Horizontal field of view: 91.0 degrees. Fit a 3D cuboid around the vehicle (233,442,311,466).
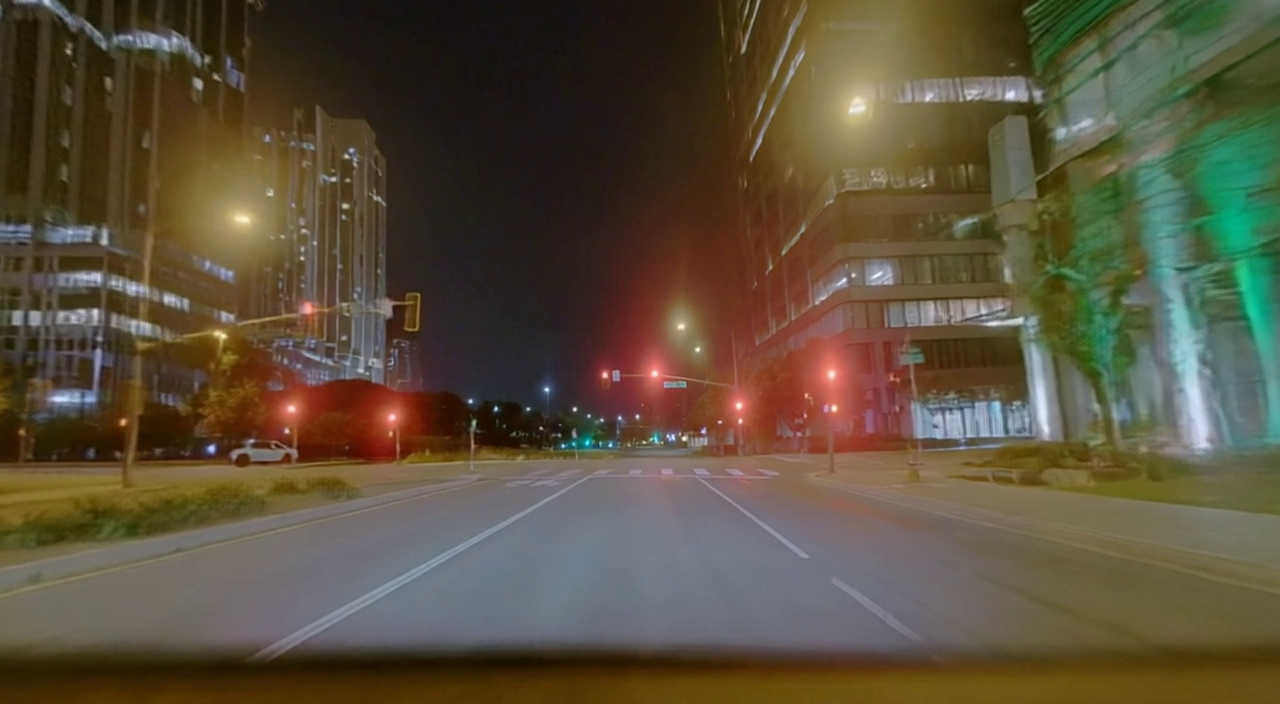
[{"bbox_3d":[-27.913,7.745,47.900,4.603,1.666,1.972,0,-8,-4],"label":"vehicle"}]
